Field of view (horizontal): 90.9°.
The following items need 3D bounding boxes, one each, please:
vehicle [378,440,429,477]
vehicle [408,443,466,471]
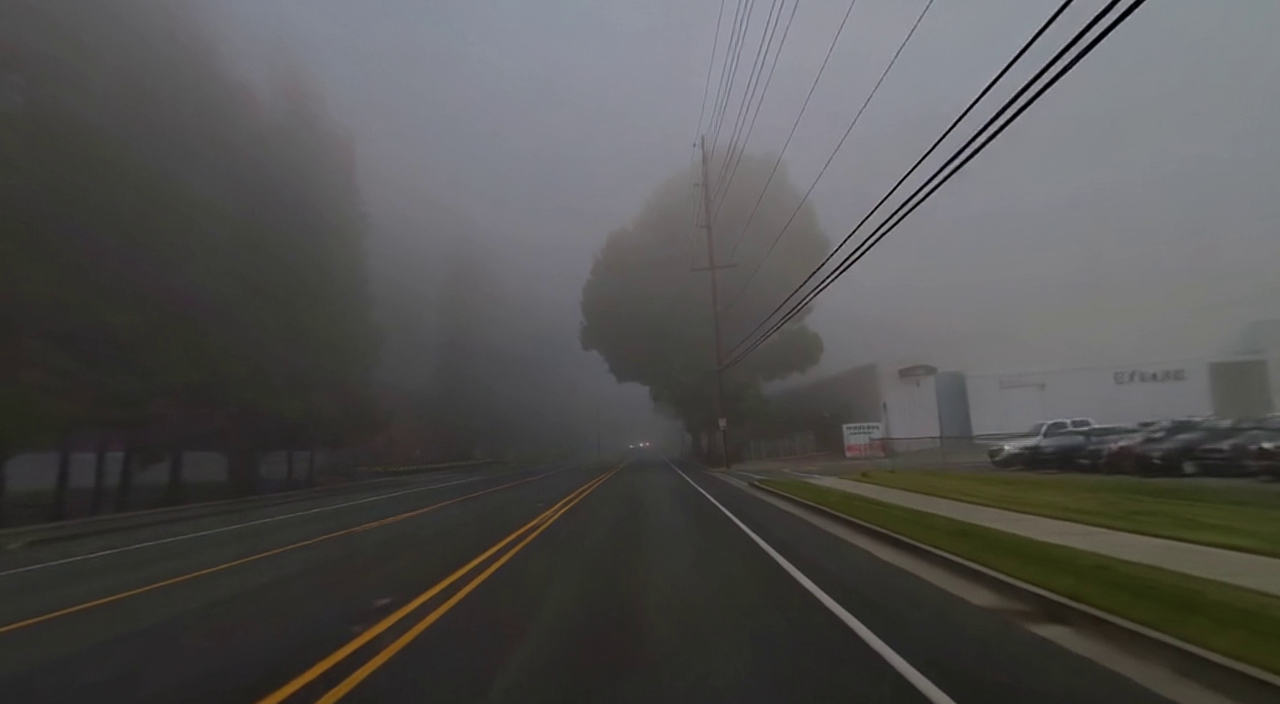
[{"bbox_3d":[-16.384,7.348,43.892,1.972,1.891,3.936,-3,-2,1],"label":"vehicle"},{"bbox_3d":[-13.952,7.237,43.713,1.949,1.735,5.568,-2,-8,3],"label":"vehicle"}]
